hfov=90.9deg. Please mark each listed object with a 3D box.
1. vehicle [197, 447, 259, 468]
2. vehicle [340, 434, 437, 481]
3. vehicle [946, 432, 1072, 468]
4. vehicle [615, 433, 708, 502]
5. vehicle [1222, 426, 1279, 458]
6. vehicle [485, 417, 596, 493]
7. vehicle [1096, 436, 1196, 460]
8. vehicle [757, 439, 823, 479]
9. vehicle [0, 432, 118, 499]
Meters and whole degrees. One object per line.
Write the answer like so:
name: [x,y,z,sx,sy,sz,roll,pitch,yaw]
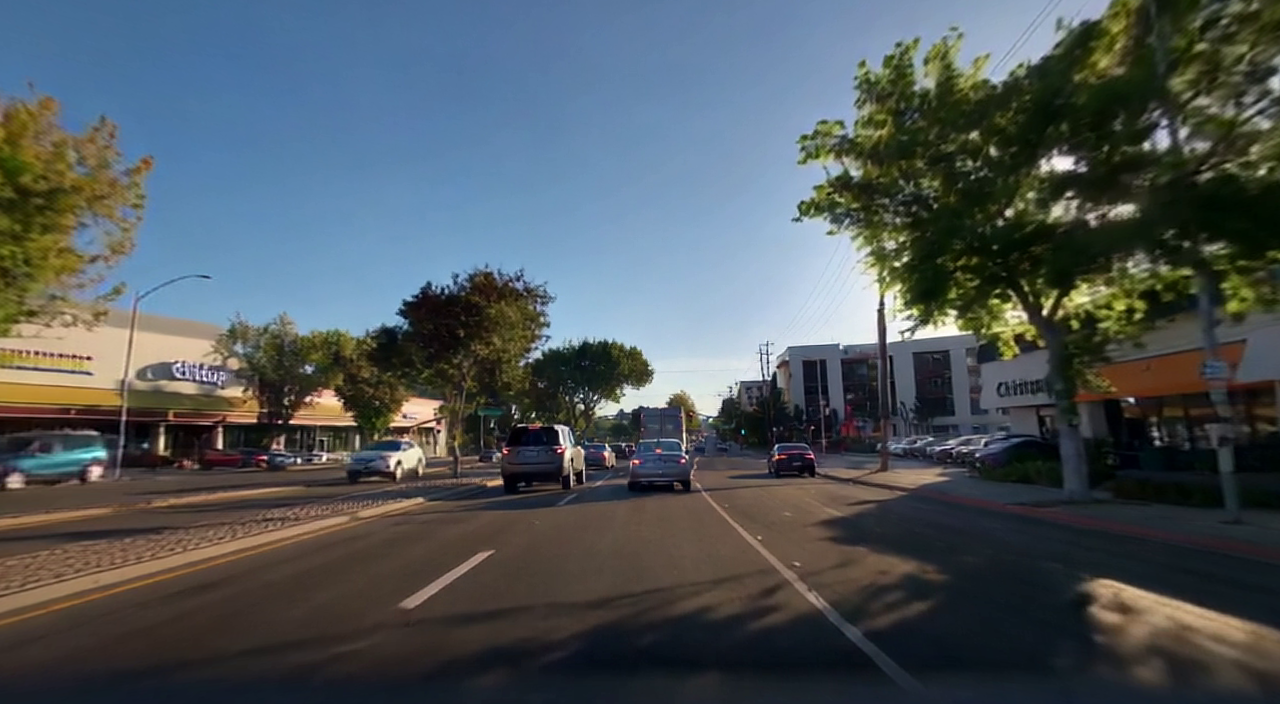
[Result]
vehicle: [-31.791,8.111,48.662,3.835,1.549,1.755,6,-10,-36]
vehicle: [-8.771,3.706,22.360,1.795,1.508,4.057,0,-8,-1]
vehicle: [16.242,4.345,27.927,4.323,1.496,1.937,0,-8,0]
vehicle: [0.467,2.856,16.016,2.061,1.494,4.079,0,-8,0]
vehicle: [40.807,5.719,40.235,2.228,1.964,5.053,-2,-8,-2]
vehicle: [-2.749,3.049,18.972,2.289,1.935,5.227,0,-8,2]
vehicle: [31.861,6.062,39.893,1.903,1.447,4.820,1,-9,-8]
vehicle: [6.112,4.378,26.165,1.900,1.507,4.151,0,-8,3]
vehicle: [-18.712,3.345,18.835,2.141,1.820,4.690,0,-8,0]
